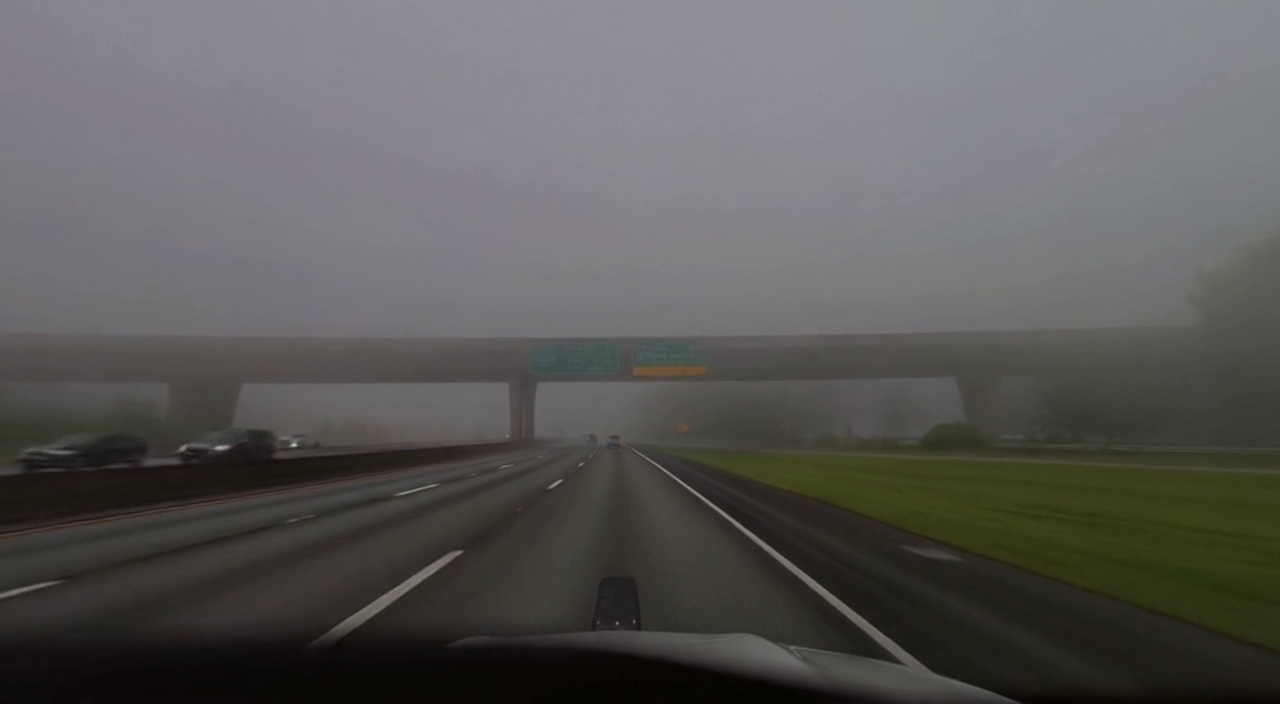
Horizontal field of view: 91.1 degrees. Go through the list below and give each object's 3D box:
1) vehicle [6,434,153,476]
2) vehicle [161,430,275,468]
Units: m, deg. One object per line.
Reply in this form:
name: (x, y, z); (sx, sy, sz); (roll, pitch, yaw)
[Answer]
vehicle: (-22.055, 4.029, 25.023); (1.851, 1.475, 4.417); (0, -8, -1)
vehicle: (-18.538, 4.258, 27.929); (2.025, 1.539, 4.484); (0, -8, -1)
